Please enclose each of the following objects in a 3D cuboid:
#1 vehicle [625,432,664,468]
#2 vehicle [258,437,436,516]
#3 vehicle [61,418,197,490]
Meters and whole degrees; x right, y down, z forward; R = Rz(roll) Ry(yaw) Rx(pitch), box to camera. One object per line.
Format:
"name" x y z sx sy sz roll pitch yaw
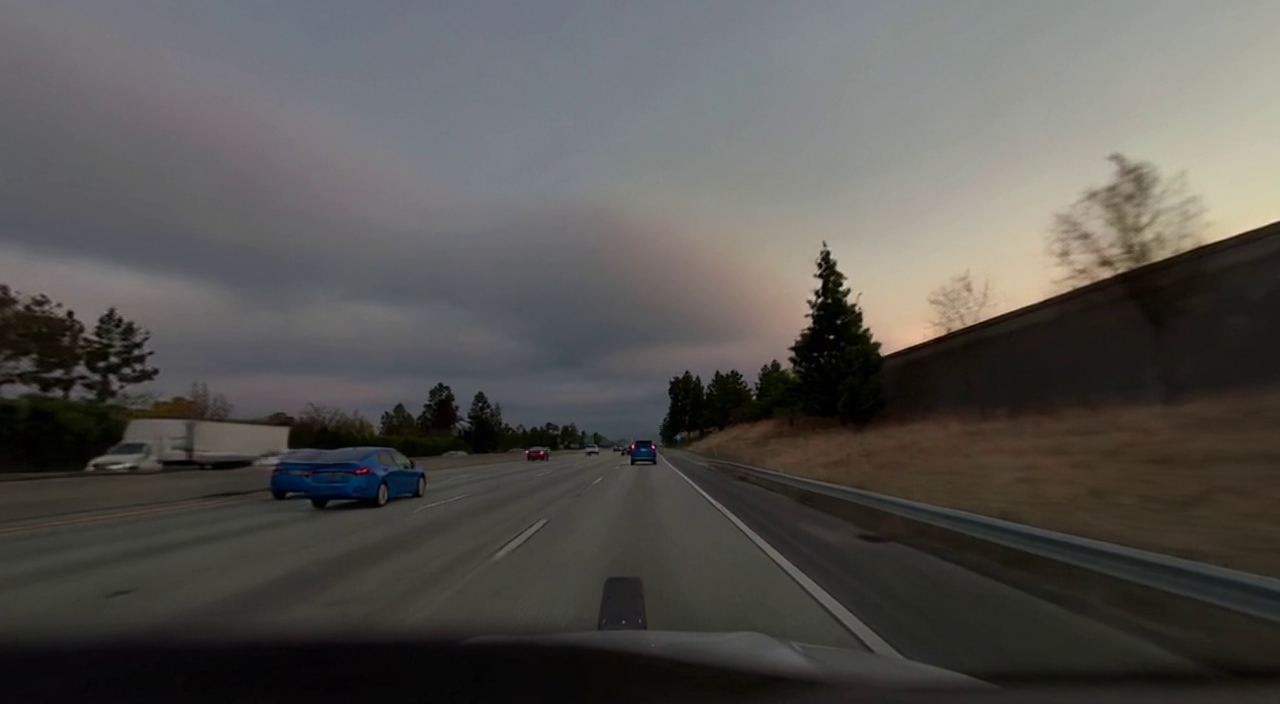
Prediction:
"vehicle" 0.243 6.190 40.073 2.318 2.145 4.561 0 -8 0
"vehicle" -6.641 2.845 14.983 2.116 1.570 4.377 0 -8 0
"vehicle" -16.904 3.387 21.074 1.677 2.162 3.235 -2 -9 2
